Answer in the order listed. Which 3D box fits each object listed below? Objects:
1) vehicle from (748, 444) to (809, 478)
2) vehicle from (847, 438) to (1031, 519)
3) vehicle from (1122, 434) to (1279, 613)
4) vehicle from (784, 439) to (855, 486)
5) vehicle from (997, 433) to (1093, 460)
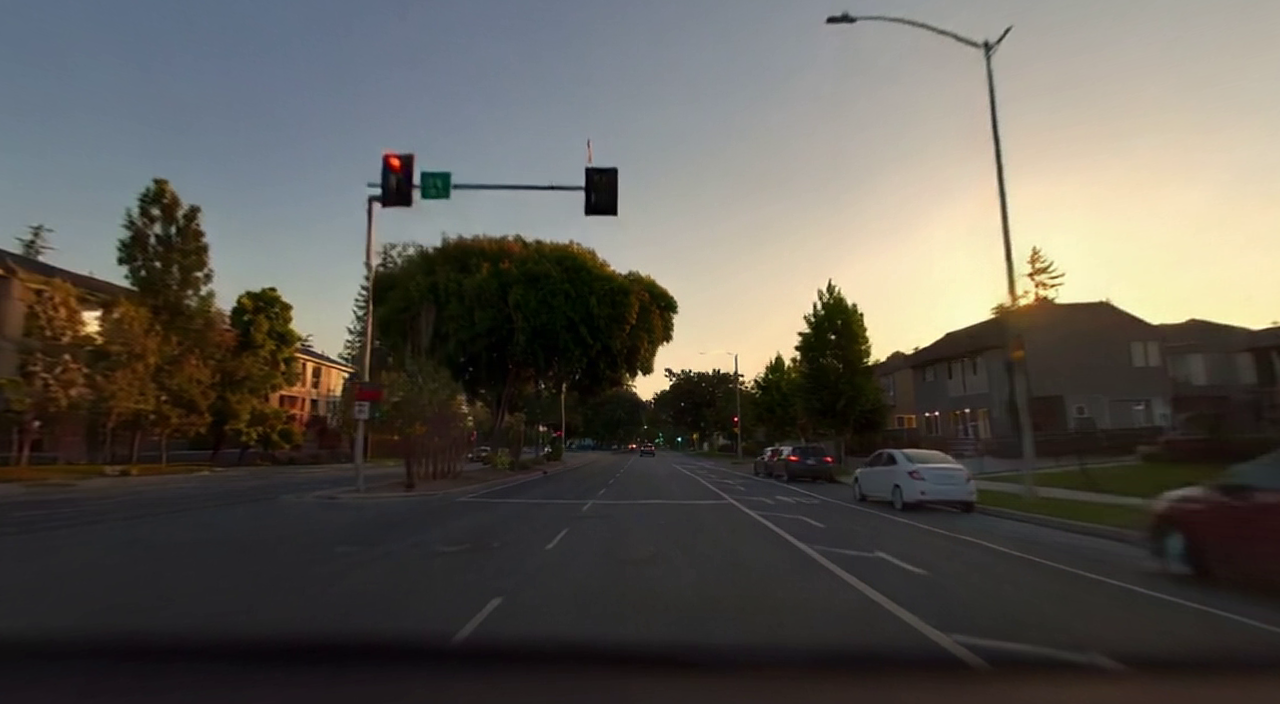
[{"bbox_3d":[6.393,5.068,29.645,1.974,1.444,4.494,0,-9,2],"label":"vehicle"},{"bbox_3d":[6.308,2.697,13.990,1.976,1.498,4.390,0,-9,1],"label":"vehicle"},{"bbox_3d":[6.207,1.325,4.640,1.936,1.456,4.445,-1,-9,3],"label":"vehicle"},{"bbox_3d":[6.480,4.010,23.038,1.752,1.590,3.090,-1,-9,2],"label":"vehicle"},{"bbox_3d":[30.378,7.120,47.492,5.683,1.922,2.104,-4,-9,23],"label":"vehicle"}]
